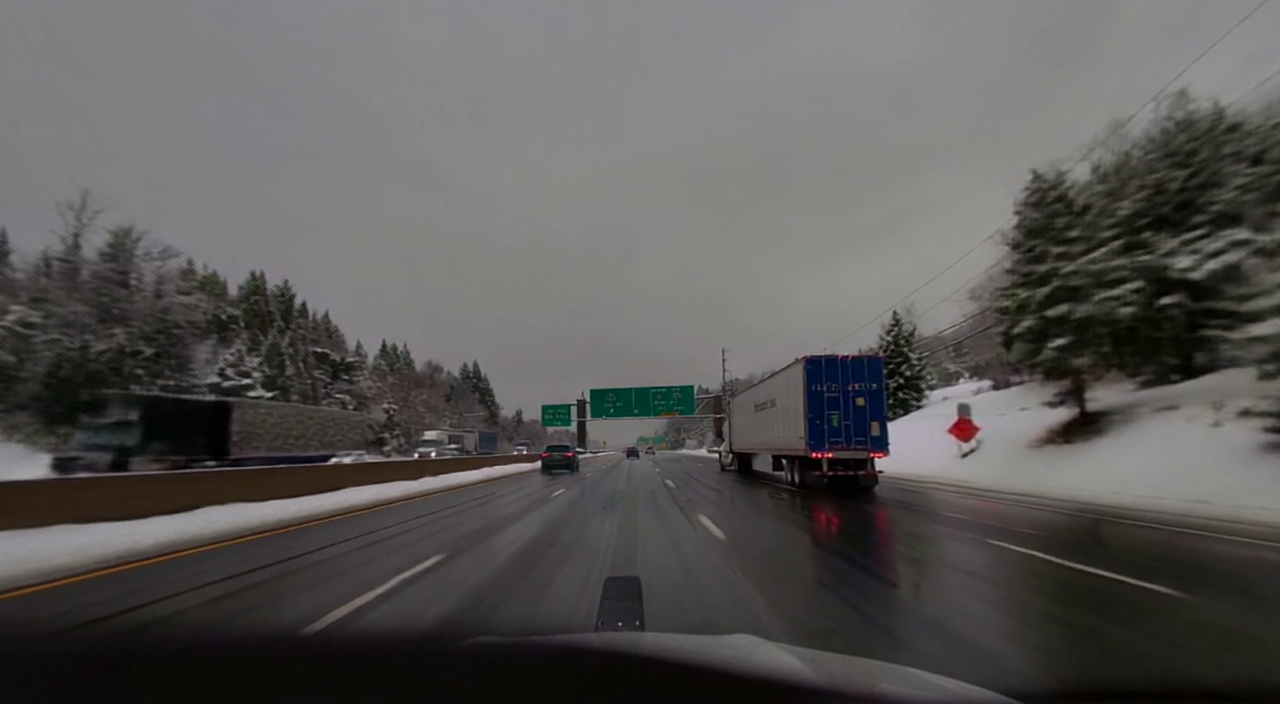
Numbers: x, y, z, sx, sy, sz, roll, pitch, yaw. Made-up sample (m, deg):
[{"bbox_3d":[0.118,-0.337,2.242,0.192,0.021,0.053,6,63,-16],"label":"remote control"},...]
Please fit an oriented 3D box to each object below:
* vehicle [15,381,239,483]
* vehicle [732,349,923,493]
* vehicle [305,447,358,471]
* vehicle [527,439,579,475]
[{"bbox_3d":[-21.185,3.501,26.989,3.026,3.740,7.644,0,-9,0],"label":"vehicle"},{"bbox_3d":[6.601,3.184,26.356,2.919,4.195,15.833,0,-9,-1],"label":"vehicle"},{"bbox_3d":[-17.918,6.190,36.827,1.449,1.325,3.238,0,-9,0],"label":"vehicle"},{"bbox_3d":[-4.290,5.288,31.935,2.027,1.651,4.099,0,-9,0],"label":"vehicle"}]
